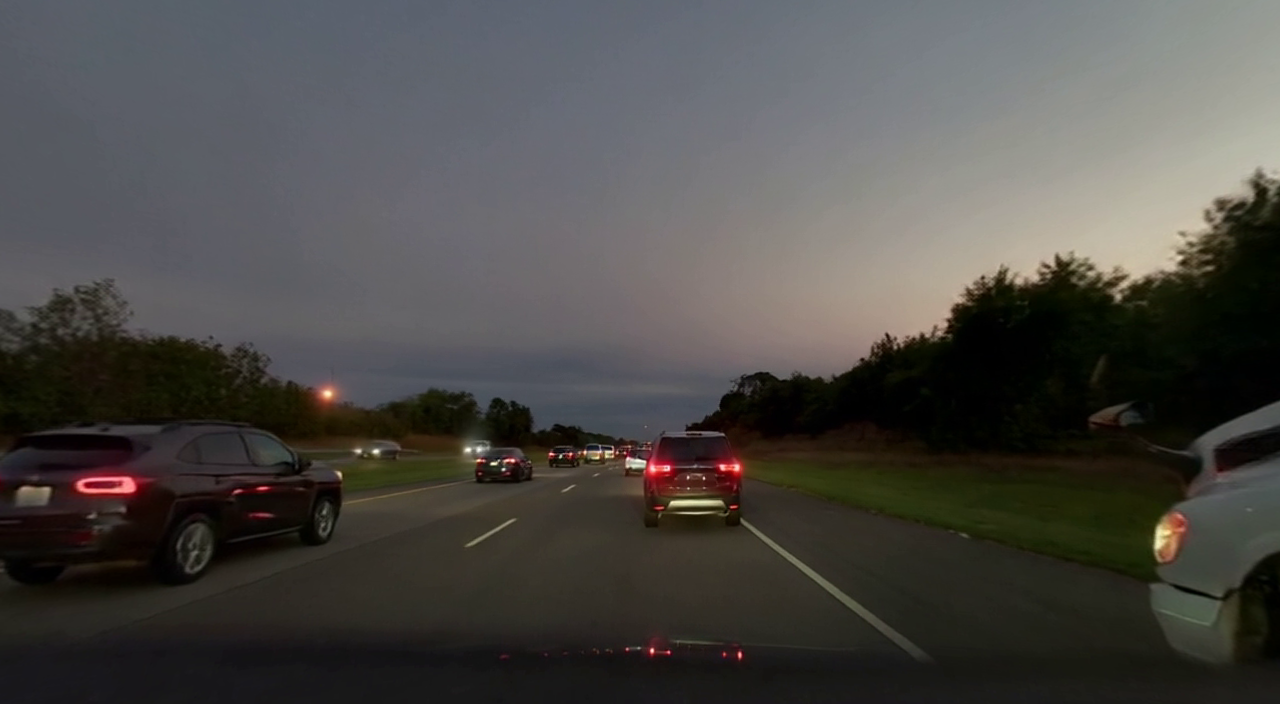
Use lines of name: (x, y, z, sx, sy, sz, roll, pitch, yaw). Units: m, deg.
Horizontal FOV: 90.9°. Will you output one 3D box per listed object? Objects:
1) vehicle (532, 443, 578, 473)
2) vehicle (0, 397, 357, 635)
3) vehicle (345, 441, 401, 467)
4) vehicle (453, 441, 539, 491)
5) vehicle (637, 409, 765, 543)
vehicle: (-4.621, 5.840, 34.931, 1.855, 1.527, 4.209, 0, -9, 2)
vehicle: (-4.944, 1.464, 6.573, 1.934, 1.642, 4.201, 0, -9, 1)
vehicle: (-15.766, 6.036, 37.373, 1.779, 1.439, 3.457, 0, -9, 1)
vehicle: (-4.638, 3.721, 20.873, 1.867, 1.489, 3.829, 0, -9, 1)
vehicle: (0.873, 2.093, 11.162, 1.825, 1.920, 3.960, 0, -9, 0)
